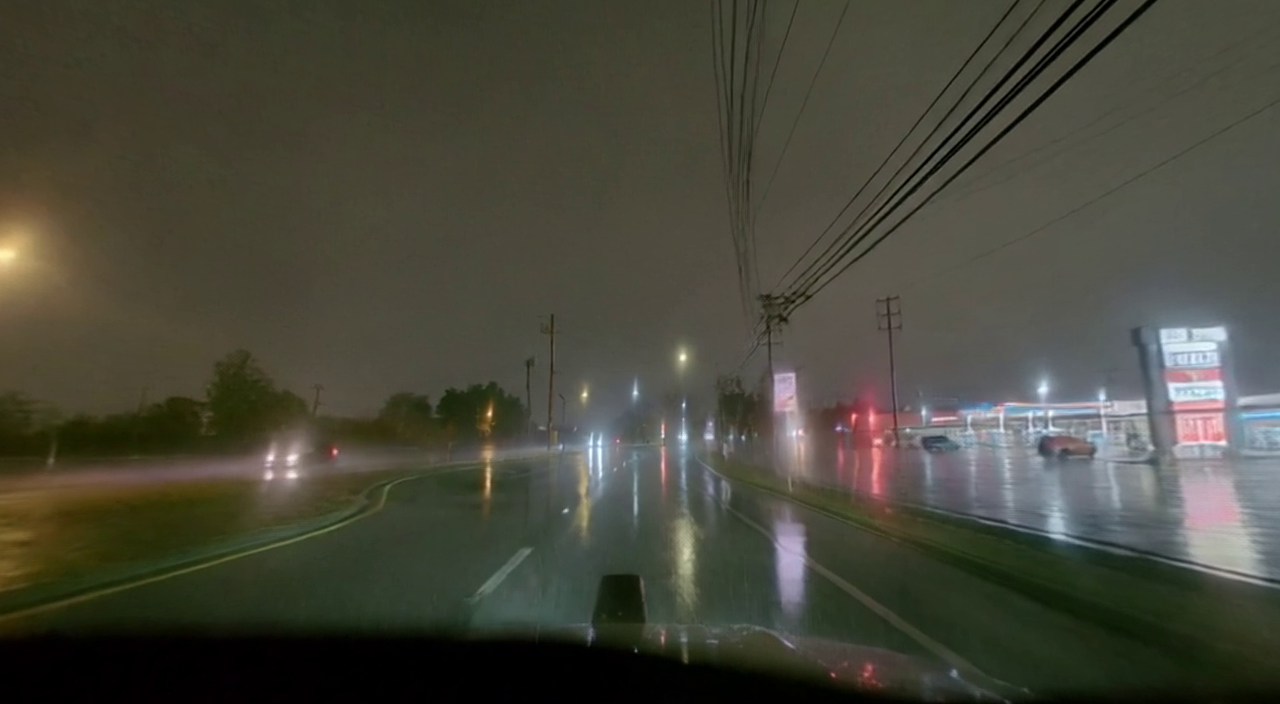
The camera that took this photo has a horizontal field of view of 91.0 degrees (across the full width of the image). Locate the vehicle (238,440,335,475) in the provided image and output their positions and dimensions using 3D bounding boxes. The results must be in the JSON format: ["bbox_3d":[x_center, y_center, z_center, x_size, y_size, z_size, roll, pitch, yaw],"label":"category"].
[{"bbox_3d":[-17.552,5.243,31.560,2.011,1.646,4.522,-1,-8,4],"label":"vehicle"}]
